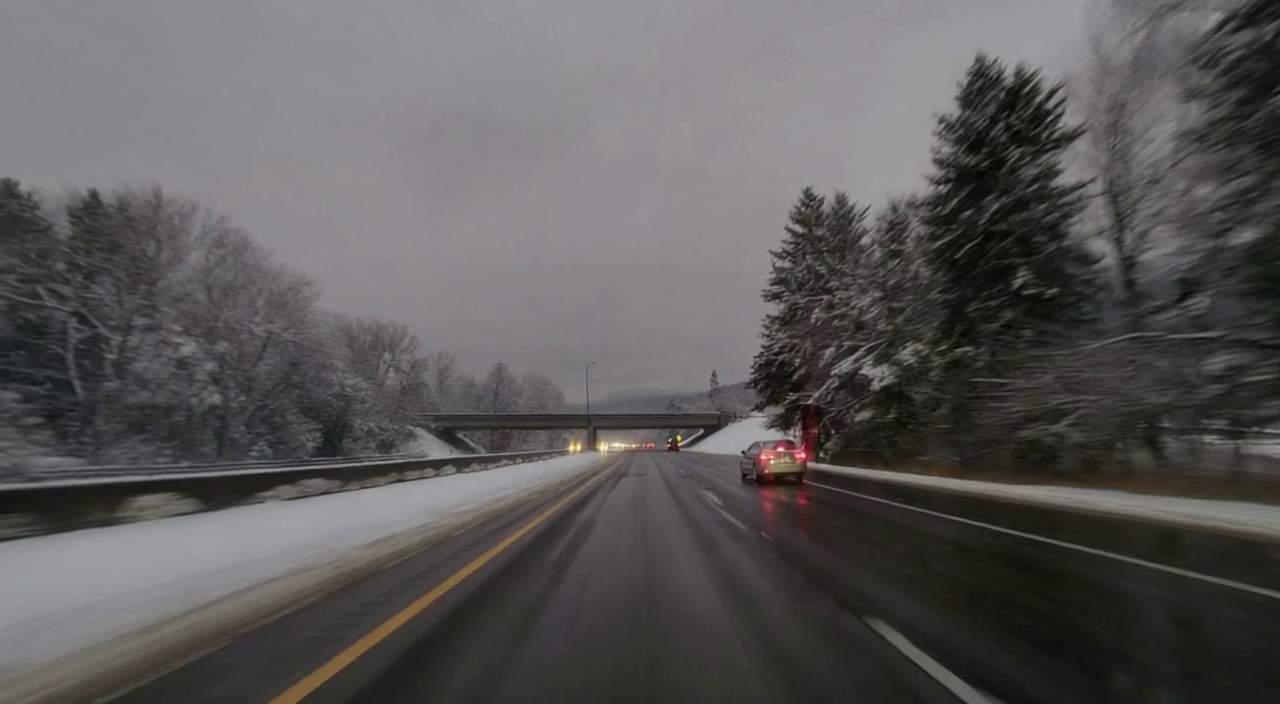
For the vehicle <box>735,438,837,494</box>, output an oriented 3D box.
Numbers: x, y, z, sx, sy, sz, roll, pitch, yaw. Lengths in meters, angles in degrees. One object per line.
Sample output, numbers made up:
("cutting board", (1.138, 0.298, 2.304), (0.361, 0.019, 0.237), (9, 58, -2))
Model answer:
("vehicle", (4.304, 3.433, 19.448), (2.027, 1.487, 4.718), (0, -8, 0))
